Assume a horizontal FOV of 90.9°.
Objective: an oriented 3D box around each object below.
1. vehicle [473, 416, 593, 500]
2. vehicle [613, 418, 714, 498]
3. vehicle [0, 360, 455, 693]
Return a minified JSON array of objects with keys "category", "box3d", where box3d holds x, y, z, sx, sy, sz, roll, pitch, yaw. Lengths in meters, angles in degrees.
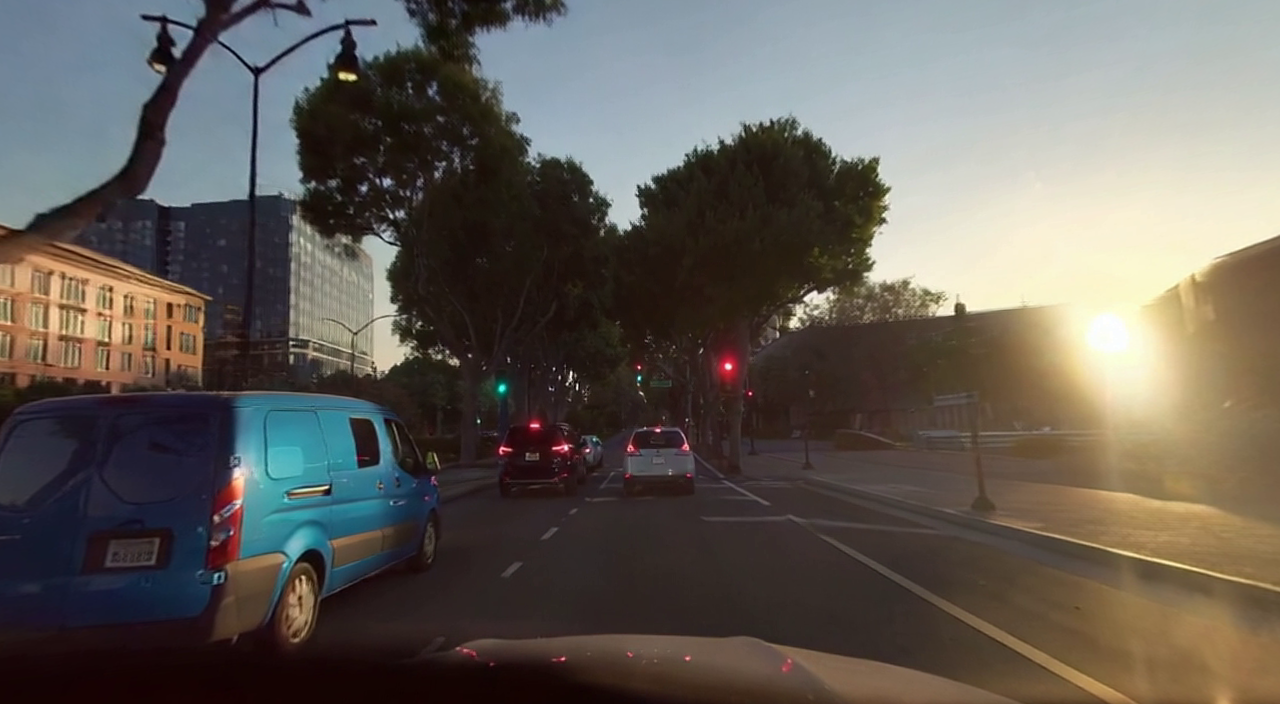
[{"category":"vehicle","box3d":[-2.487,2.613,15.909,2.124,1.799,4.587,0,-8,1]},{"category":"vehicle","box3d":[0.555,2.622,15.890,2.205,1.727,3.917,0,-8,1]},{"category":"vehicle","box3d":[-3.090,1.170,5.250,1.940,1.722,3.823,0,-8,0]}]
